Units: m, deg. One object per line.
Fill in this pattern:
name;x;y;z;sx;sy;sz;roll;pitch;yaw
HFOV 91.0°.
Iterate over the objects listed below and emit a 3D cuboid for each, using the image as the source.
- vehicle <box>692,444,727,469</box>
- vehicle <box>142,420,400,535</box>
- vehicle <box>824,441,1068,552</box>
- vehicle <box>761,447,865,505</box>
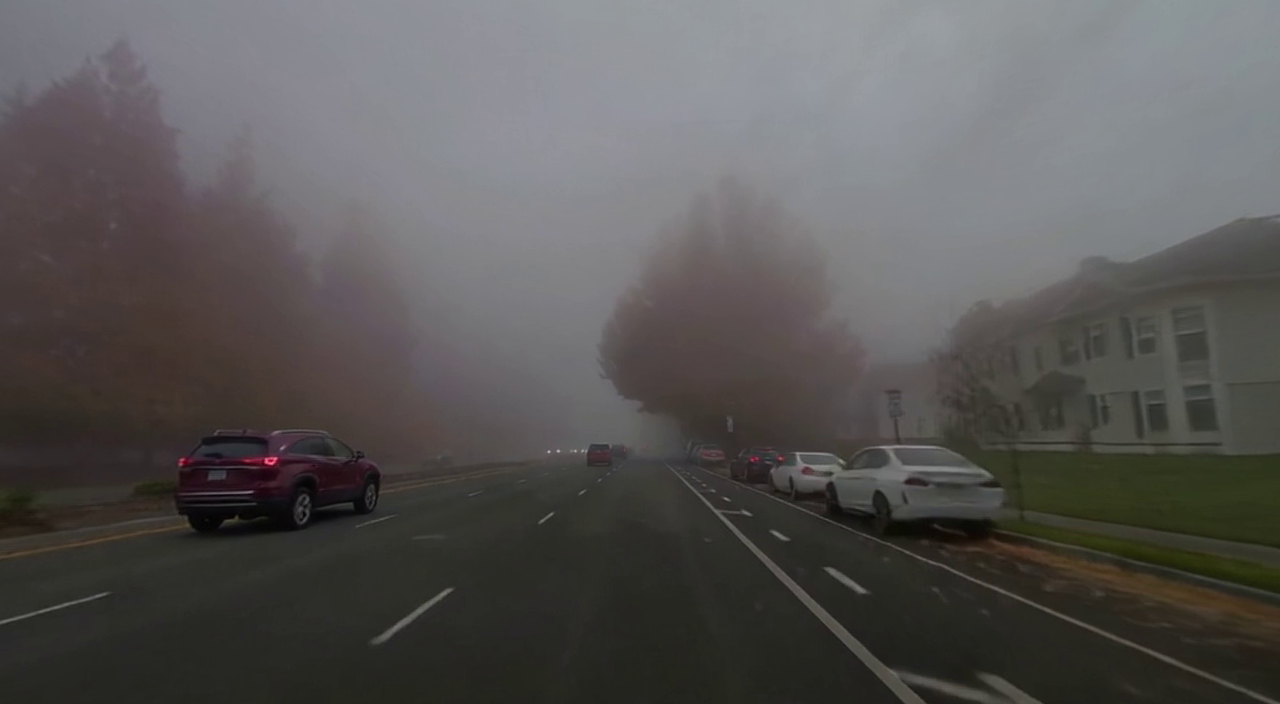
vehicle;4.957;7.515;45.348;1.950;1.668;4.414;1;-9;-1
vehicle;-6.484;2.247;11.869;2.034;1.711;4.512;0;-9;1
vehicle;4.906;2.351;11.068;1.952;1.505;4.713;0;-9;0
vehicle;4.887;3.536;18.439;1.824;1.453;4.374;0;-9;0
